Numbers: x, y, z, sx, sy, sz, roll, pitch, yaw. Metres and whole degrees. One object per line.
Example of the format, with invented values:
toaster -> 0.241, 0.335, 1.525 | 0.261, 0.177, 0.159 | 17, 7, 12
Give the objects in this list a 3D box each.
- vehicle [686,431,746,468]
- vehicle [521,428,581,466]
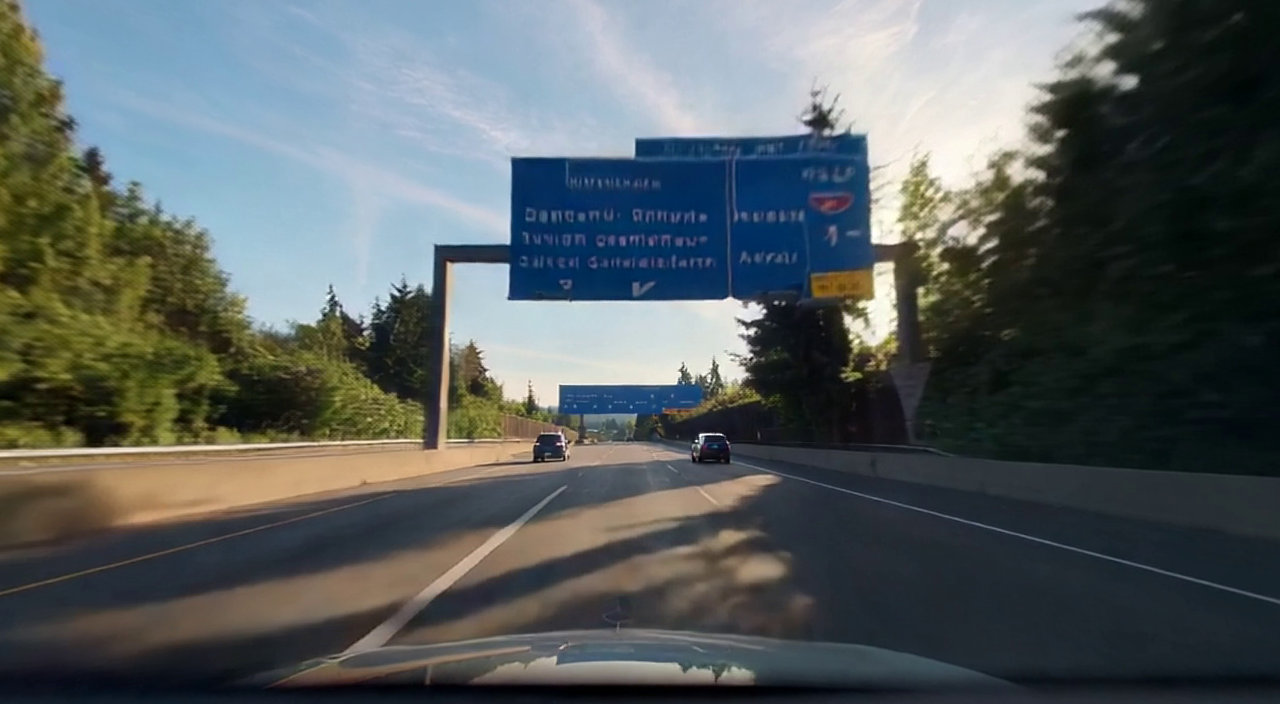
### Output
vehicle -> 3.427, 4.466, 29.083 | 2.077, 1.523, 4.539 | 0, -8, -2
vehicle -> -4.122, 4.482, 29.809 | 2.219, 1.660, 4.153 | 0, -8, 0
